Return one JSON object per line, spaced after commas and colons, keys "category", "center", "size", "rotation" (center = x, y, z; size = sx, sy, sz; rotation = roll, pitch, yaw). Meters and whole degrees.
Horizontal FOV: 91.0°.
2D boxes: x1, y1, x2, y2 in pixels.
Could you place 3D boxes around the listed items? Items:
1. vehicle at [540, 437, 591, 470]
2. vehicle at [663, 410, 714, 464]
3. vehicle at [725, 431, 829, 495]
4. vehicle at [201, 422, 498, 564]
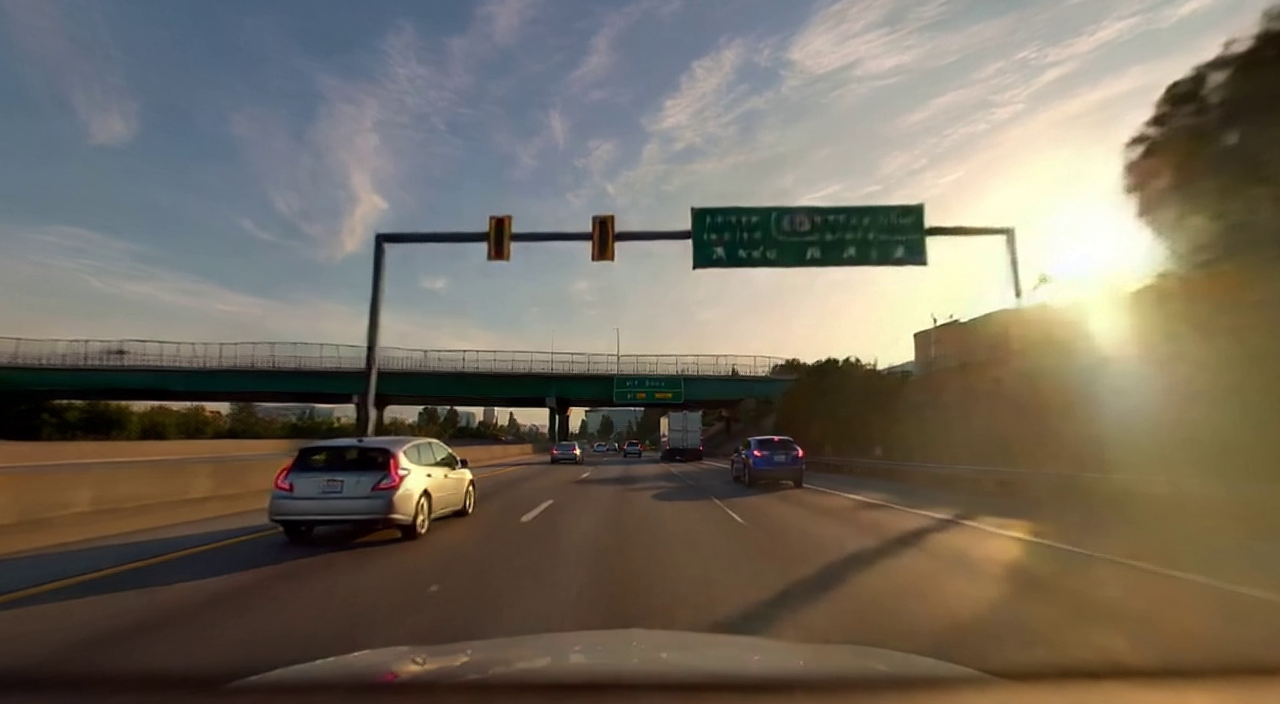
{"category": "vehicle", "center": [-3.584, 4.954, 31.030], "size": [2.064, 1.479, 4.370], "rotation": [0, -8, -1]}
{"category": "vehicle", "center": [3.458, 6.537, 48.081], "size": [2.824, 3.585, 11.410], "rotation": [0, -8, -1]}
{"category": "vehicle", "center": [3.812, 3.165, 18.322], "size": [2.001, 1.625, 4.088], "rotation": [0, -8, -1]}
{"category": "vehicle", "center": [-3.612, 1.832, 9.017], "size": [2.122, 1.486, 4.532], "rotation": [0, -8, 0]}
